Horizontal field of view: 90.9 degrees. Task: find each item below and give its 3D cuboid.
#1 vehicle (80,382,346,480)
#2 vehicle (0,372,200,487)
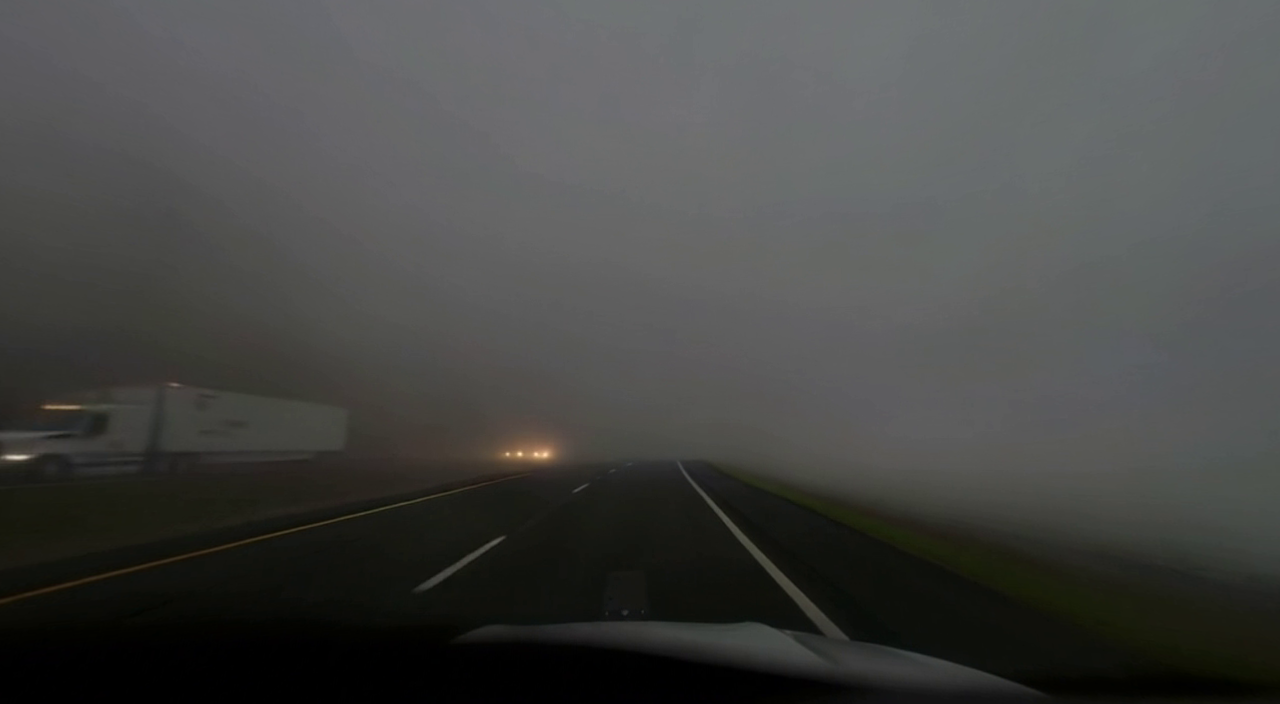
[{"bbox_3d":[-22.361,4.643,35.632,2.895,4.173,16.603,-1,-9,2],"label":"vehicle"},{"bbox_3d":[-22.738,3.289,25.965,3.026,3.985,7.985,-1,-9,3],"label":"vehicle"}]
